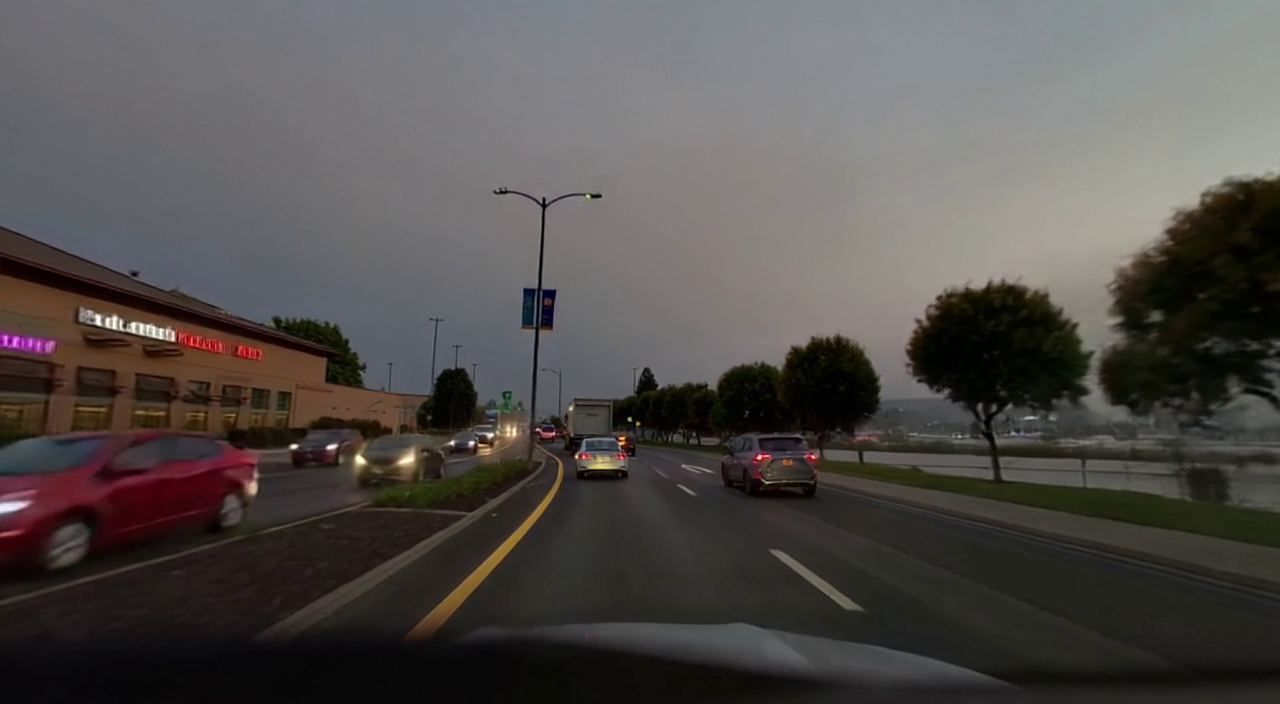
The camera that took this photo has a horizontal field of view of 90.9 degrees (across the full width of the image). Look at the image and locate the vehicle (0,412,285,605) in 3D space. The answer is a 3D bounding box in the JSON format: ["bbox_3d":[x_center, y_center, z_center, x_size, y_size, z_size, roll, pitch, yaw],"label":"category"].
[{"bbox_3d":[-6.187,1.527,7.098,2.007,1.532,4.266,0,-8,-2],"label":"vehicle"}]

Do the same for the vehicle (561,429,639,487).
[{"bbox_3d":[-1.179,2.972,17.964,1.991,1.472,3.518,1,-8,-6],"label":"vehicle"}]

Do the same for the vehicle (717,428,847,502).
[{"bbox_3d":[3.147,2.584,14.875,1.889,1.480,3.876,1,-8,-5],"label":"vehicle"}]

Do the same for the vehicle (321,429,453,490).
[{"bbox_3d":[-6.938,2.974,17.927,1.984,1.486,4.708,1,-8,-3],"label":"vehicle"}]

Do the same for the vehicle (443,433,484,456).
[{"bbox_3d":[-12.308,6.463,44.131,1.993,1.482,4.420,1,-8,-5],"label":"vehicle"}]
